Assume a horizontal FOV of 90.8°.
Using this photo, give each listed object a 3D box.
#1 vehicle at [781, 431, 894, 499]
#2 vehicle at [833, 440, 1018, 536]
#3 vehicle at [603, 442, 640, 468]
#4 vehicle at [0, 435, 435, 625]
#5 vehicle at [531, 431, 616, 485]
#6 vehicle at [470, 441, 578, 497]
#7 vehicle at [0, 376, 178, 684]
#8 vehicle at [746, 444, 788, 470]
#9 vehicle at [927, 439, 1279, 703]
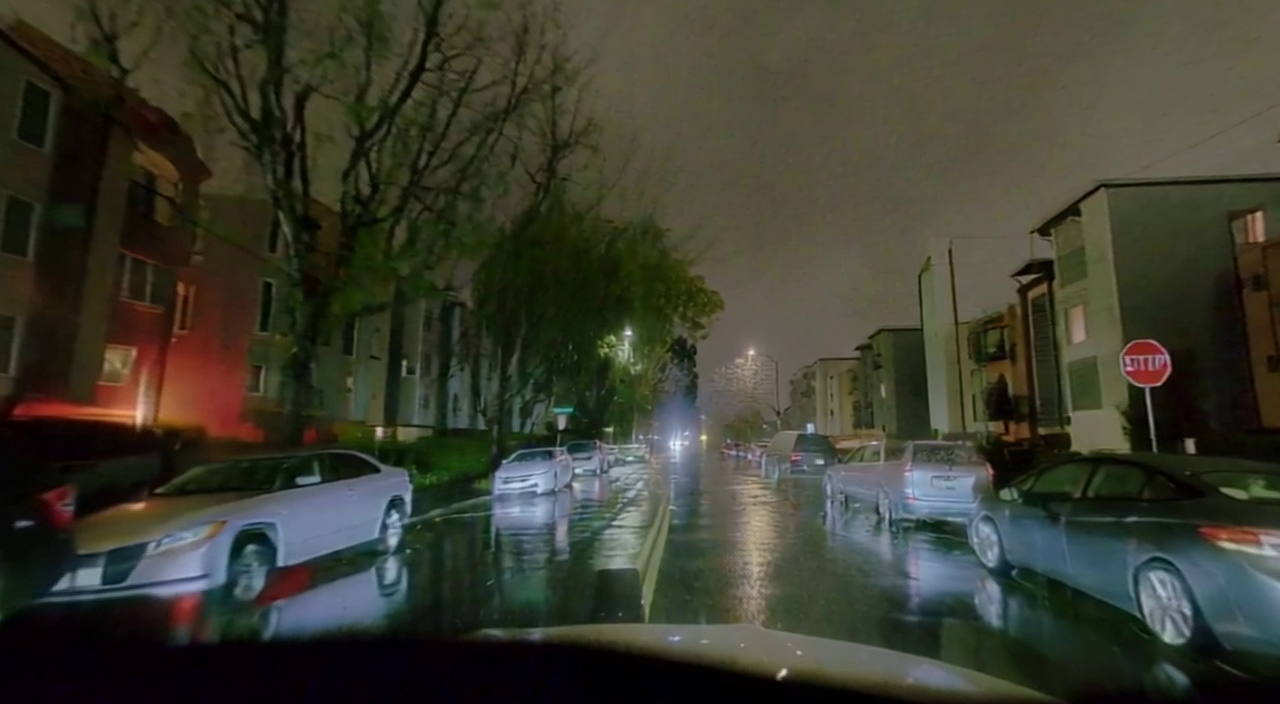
[{"bbox_3d":[5.571,3.236,18.518,2.219,1.744,4.252,-1,-8,5],"label":"vehicle"},{"bbox_3d":[5.092,2.427,11.958,1.803,1.469,4.022,0,-8,3],"label":"vehicle"},{"bbox_3d":[-1.079,6.383,39.459,1.939,1.513,4.401,-1,-8,3],"label":"vehicle"},{"bbox_3d":[-4.289,1.761,7.513,1.902,1.478,4.696,-1,-7,3],"label":"vehicle"},{"bbox_3d":[-2.487,4.148,25.335,2.229,1.869,5.791,-2,-8,6],"label":"vehicle"},{"bbox_3d":[-3.324,3.450,19.065,1.921,1.463,4.313,-1,-8,7],"label":"vehicle"},{"bbox_3d":[-4.724,0.870,2.593,1.946,1.744,4.584,-1,-8,4],"label":"vehicle"},{"bbox_3d":[7.383,6.131,37.147,1.865,1.456,4.329,0,-8,4],"label":"vehicle"},{"bbox_3d":[4.376,1.492,5.392,2.084,1.441,4.402,-1,-8,5],"label":"vehicle"}]
